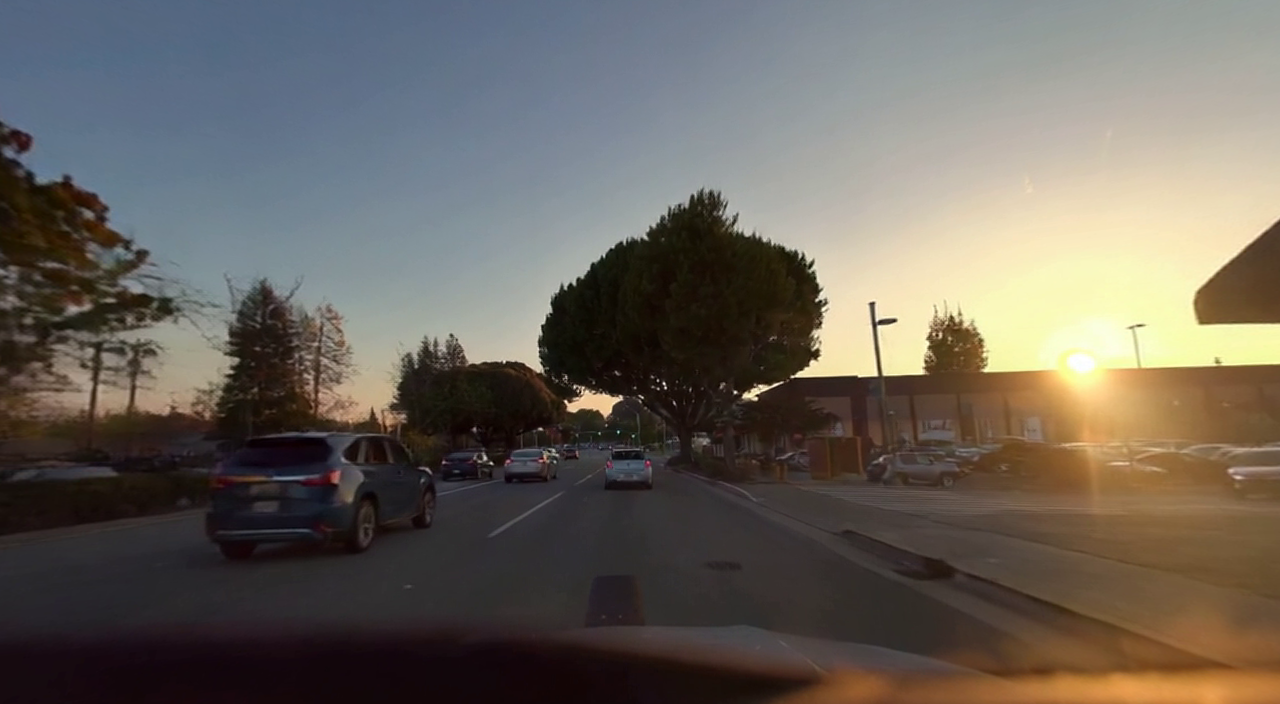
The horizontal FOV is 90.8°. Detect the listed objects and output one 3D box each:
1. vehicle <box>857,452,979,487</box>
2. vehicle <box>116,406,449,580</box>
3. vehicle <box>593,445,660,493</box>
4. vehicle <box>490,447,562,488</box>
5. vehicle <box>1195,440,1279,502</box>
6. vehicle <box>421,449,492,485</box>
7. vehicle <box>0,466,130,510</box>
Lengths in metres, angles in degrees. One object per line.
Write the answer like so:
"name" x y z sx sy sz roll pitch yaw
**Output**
"vehicle" 13.420 5.683 30.790 4.877 1.603 2.197 0 -9 3
"vehicle" -4.432 1.820 8.908 2.096 1.807 4.413 0 -9 0
"vehicle" -0.458 3.932 21.535 2.061 1.469 3.954 0 -9 -2
"vehicle" -4.483 4.599 25.588 1.973 1.456 4.850 0 -9 0
"vehicle" 17.242 3.262 17.614 4.619 1.523 1.873 8 -11 -40
"vehicle" -8.170 5.156 28.564 2.009 1.470 4.179 0 -9 -1
"vehicle" -23.884 5.513 25.944 1.960 1.478 4.732 0 -9 -1
